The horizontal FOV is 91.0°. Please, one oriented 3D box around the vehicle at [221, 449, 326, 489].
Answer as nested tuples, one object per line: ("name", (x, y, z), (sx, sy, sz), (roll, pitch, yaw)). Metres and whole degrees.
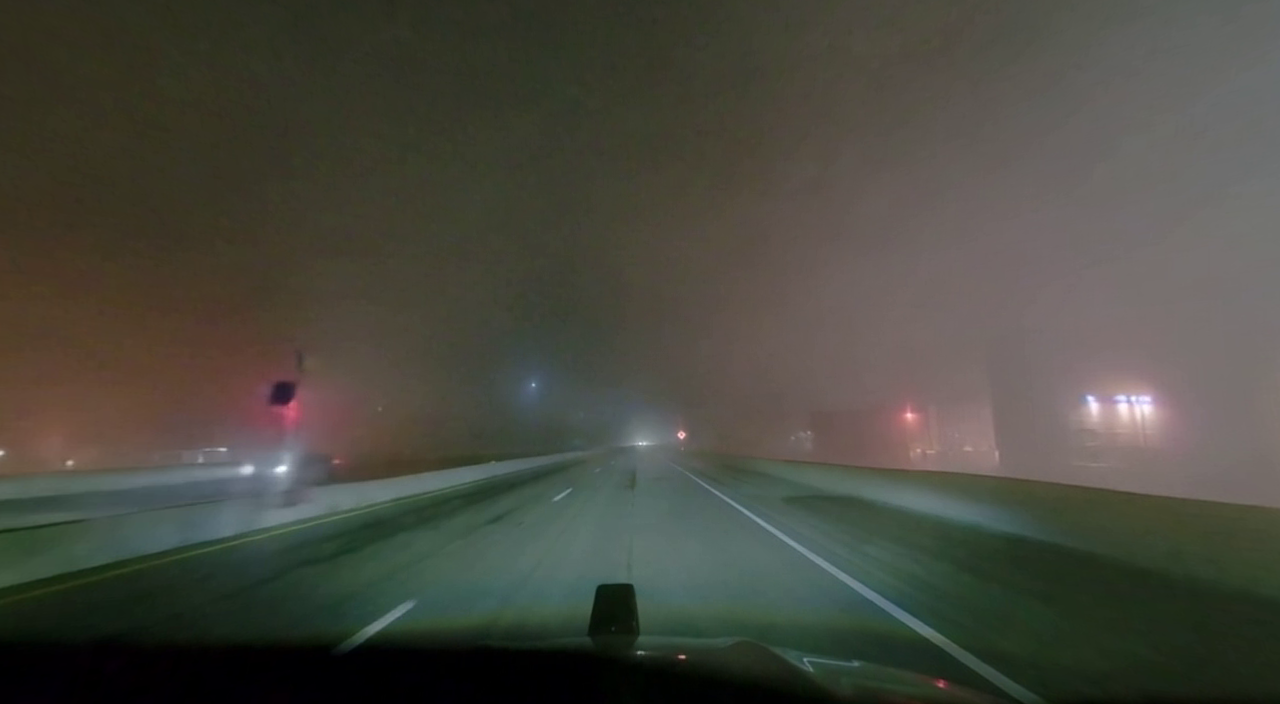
("vehicle", (-15.132, 4.813, 26.254), (1.786, 1.475, 4.117), (-1, -8, 2))
